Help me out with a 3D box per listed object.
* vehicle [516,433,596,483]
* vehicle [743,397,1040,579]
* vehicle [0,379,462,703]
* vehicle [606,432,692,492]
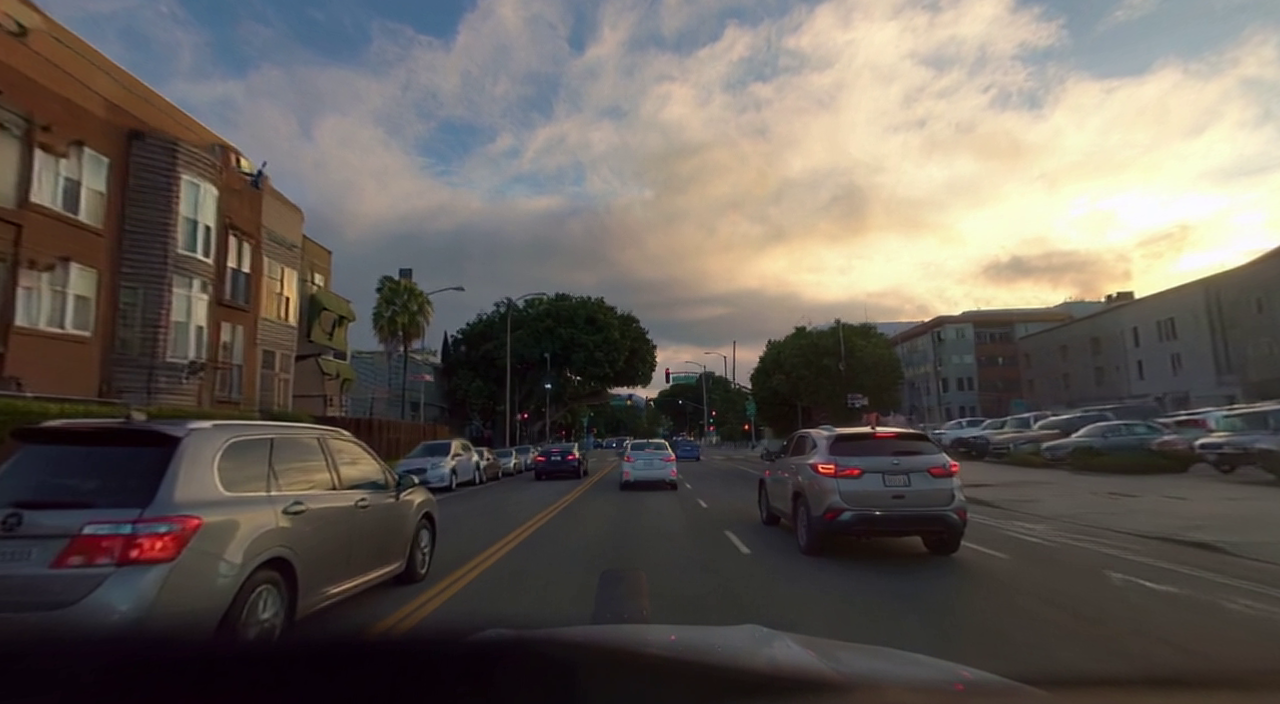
[{"bbox_3d":[-2.737,3.595,21.672,2.019,1.507,4.643,0,-8,1],"label":"vehicle"},{"bbox_3d":[2.752,1.617,8.258,2.094,1.709,4.394,0,-8,1],"label":"vehicle"},{"bbox_3d":[-3.047,1.225,4.873,2.085,1.619,3.976,0,-8,1],"label":"vehicle"},{"bbox_3d":[0.193,3.058,17.903,2.139,1.466,4.373,0,-8,-1],"label":"vehicle"}]
